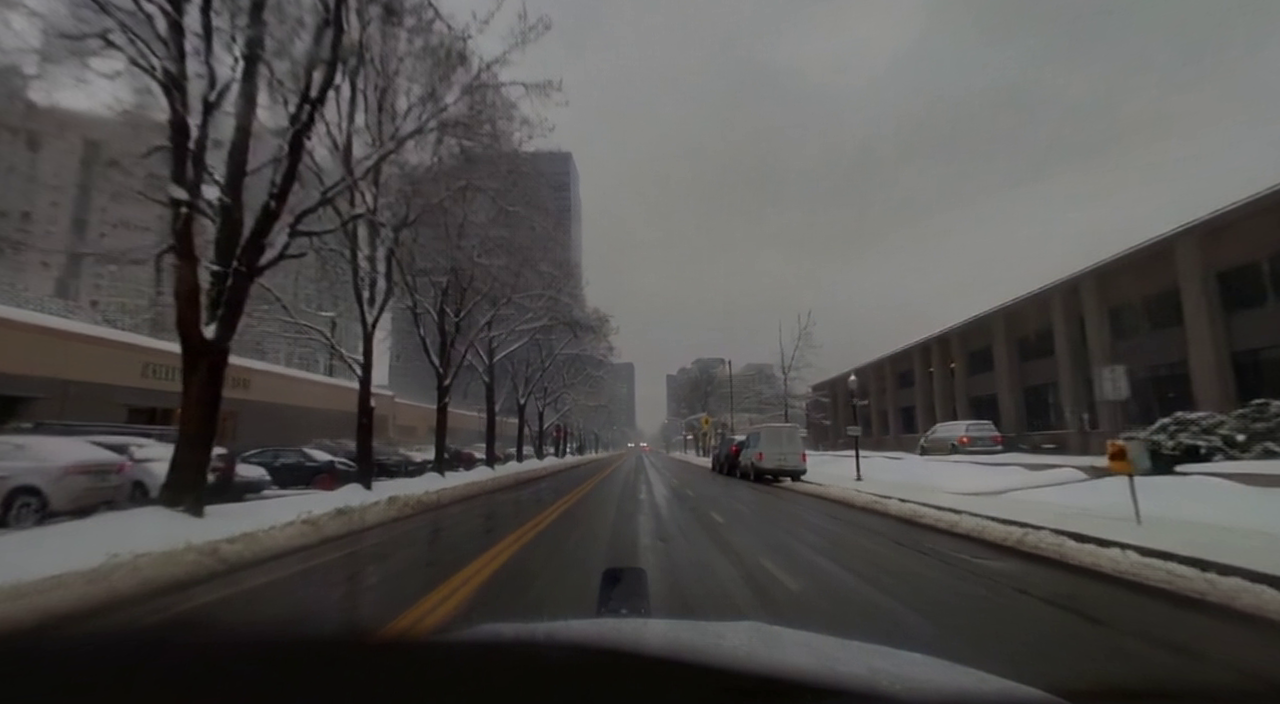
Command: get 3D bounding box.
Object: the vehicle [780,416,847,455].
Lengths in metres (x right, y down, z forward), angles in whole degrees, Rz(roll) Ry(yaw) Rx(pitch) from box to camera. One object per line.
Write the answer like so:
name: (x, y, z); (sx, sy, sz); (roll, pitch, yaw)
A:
vehicle: (13.591, 6.691, 49.986); (3.046, 2.906, 7.271); (0, -9, -1)

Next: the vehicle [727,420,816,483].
vehicle: (5.708, 4.458, 28.506); (2.596, 2.509, 6.178); (0, -8, -1)

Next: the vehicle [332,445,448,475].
vehicle: (-13.198, 5.723, 33.574); (5.269, 1.491, 2.133); (-1, -8, 2)

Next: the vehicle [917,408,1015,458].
vehicle: (18.938, 4.835, 37.087); (2.341, 2.648, 6.024); (1, -8, -2)

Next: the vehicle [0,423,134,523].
vehicle: (-13.282, 2.355, 12.556); (4.461, 1.791, 2.202); (0, -8, 0)
